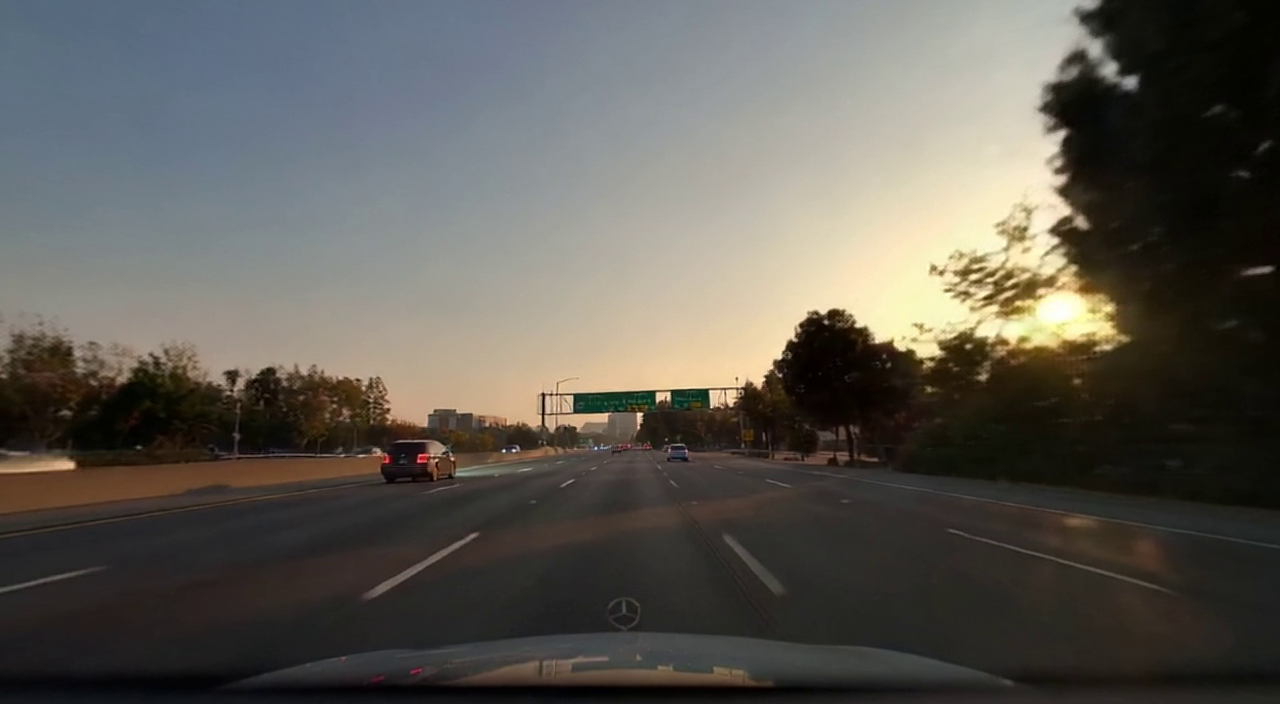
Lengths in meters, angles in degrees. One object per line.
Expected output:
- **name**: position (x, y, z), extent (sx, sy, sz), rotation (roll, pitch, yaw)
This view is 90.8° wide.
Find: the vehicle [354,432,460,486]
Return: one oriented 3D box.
- **vehicle**: position (-8.048, 3.736, 22.349), extent (2.089, 1.724, 4.327), rotation (0, -8, 0)
